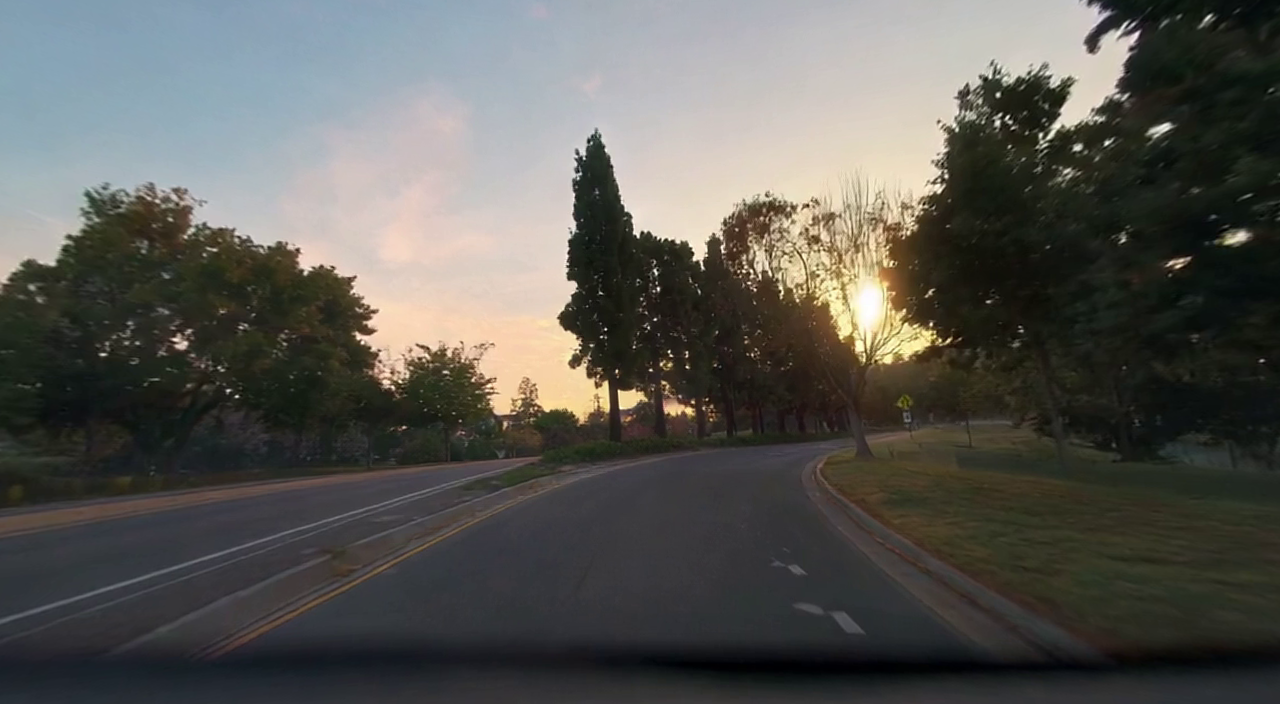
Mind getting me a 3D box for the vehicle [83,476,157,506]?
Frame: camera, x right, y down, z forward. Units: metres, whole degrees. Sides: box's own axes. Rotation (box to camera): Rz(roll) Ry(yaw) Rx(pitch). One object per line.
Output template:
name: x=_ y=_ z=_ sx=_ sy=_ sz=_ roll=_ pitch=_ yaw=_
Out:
vehicle: x=-36.310 y=9.675 z=44.085 sx=1.978 sy=1.724 sz=4.458 roll=1 pitch=-9 yaw=-11
